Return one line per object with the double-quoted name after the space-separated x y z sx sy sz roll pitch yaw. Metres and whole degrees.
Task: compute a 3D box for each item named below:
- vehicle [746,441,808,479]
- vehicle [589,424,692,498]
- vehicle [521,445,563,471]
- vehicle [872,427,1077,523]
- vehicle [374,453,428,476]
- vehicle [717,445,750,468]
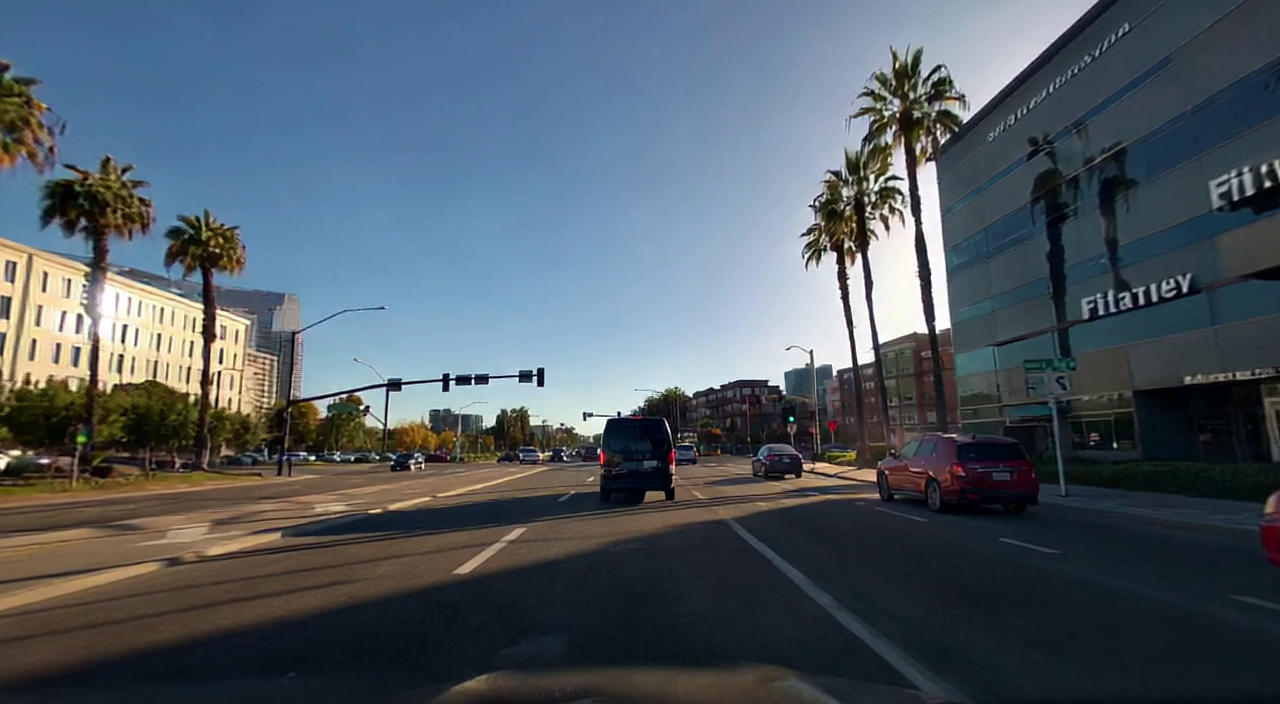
6.617 5.269 31.103 1.931 1.692 4.267 0 -9 -2 "vehicle"
-0.057 3.434 20.308 2.848 1.991 5.706 0 -9 -1 "vehicle"
-6.760 7.335 43.964 2.109 1.653 4.681 0 -9 1 "vehicle"
7.122 2.647 14.167 2.023 1.771 4.488 0 -9 -2 "vehicle"
-17.011 8.016 45.209 1.953 1.480 4.632 0 -9 1 "vehicle"
7.095 7.937 48.258 1.953 1.665 4.327 0 -9 1 "vehicle"
